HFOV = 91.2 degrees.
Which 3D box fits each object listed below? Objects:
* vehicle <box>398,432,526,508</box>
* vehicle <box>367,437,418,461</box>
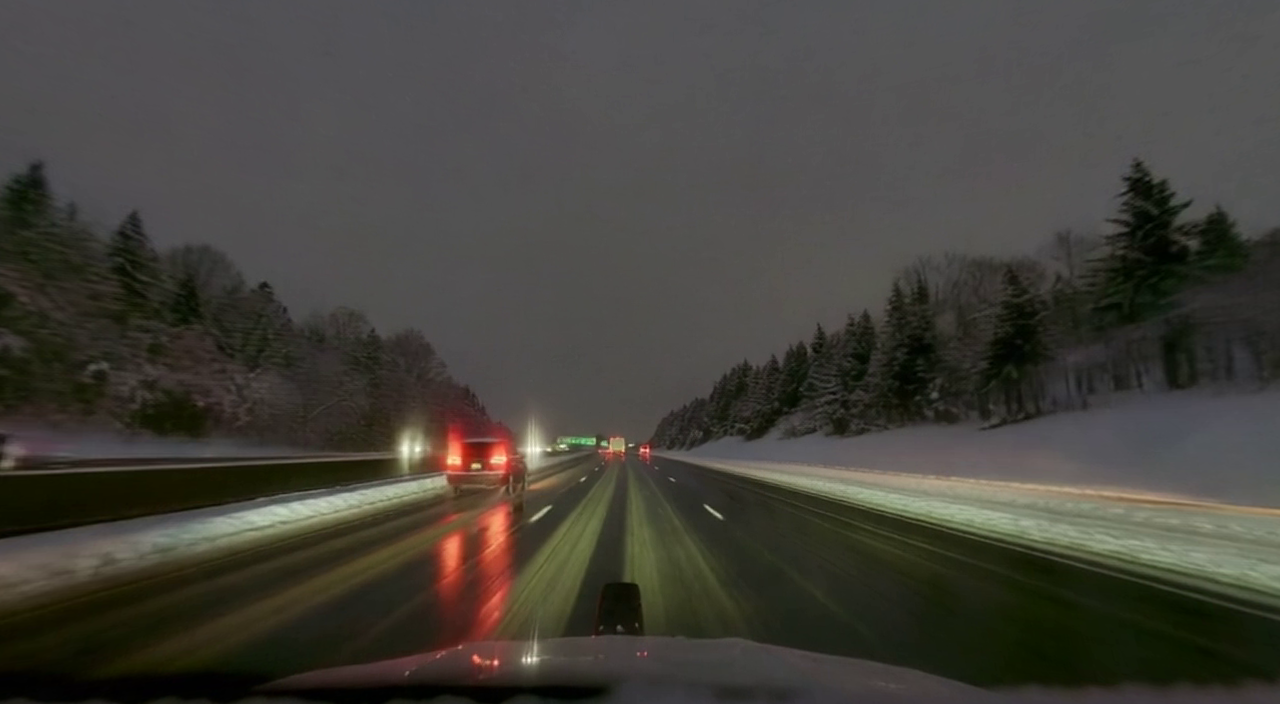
[{"bbox_3d":[-4.210,2.855,15.559,2.071,1.615,3.868,0,-9,0],"label":"vehicle"},{"bbox_3d":[-16.080,6.353,40.944,1.760,1.483,3.871,0,-9,0],"label":"vehicle"}]
